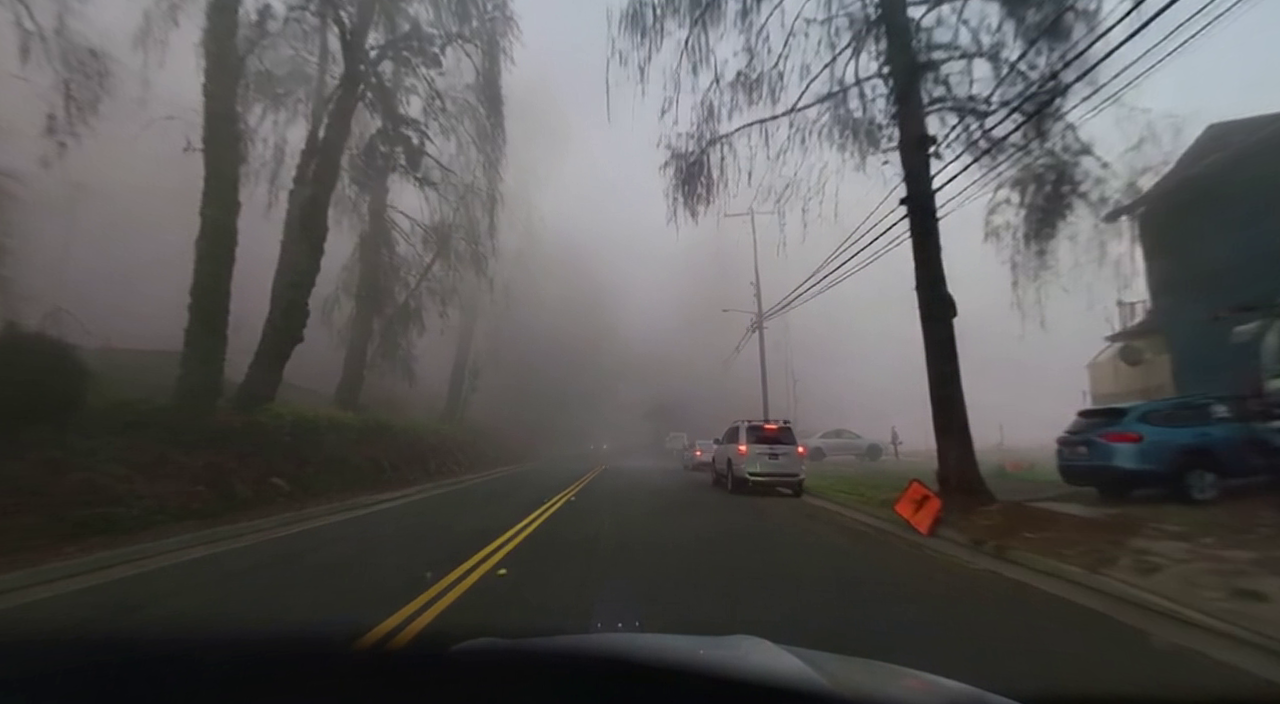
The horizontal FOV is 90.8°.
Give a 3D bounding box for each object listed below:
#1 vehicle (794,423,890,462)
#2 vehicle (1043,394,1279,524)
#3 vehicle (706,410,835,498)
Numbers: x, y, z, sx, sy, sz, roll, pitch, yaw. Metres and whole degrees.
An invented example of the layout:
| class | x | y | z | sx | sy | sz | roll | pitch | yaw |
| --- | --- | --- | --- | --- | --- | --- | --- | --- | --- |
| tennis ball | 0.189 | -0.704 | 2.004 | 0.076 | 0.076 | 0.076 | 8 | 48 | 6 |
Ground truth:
| class | x | y | z | sx | sy | sz | roll | pitch | yaw |
| --- | --- | --- | --- | --- | --- | --- | --- | --- | --- |
| vehicle | 11.118 | 5.015 | 35.090 | 4.633 | 2.059 | 2.050 | 0 | -8 | 2 |
| vehicle | 8.883 | 1.513 | 9.163 | 4.501 | 1.643 | 2.185 | 0 | -8 | 3 |
| vehicle | 3.166 | 2.627 | 16.576 | 2.293 | 1.957 | 4.934 | 0 | -8 | 0 |
